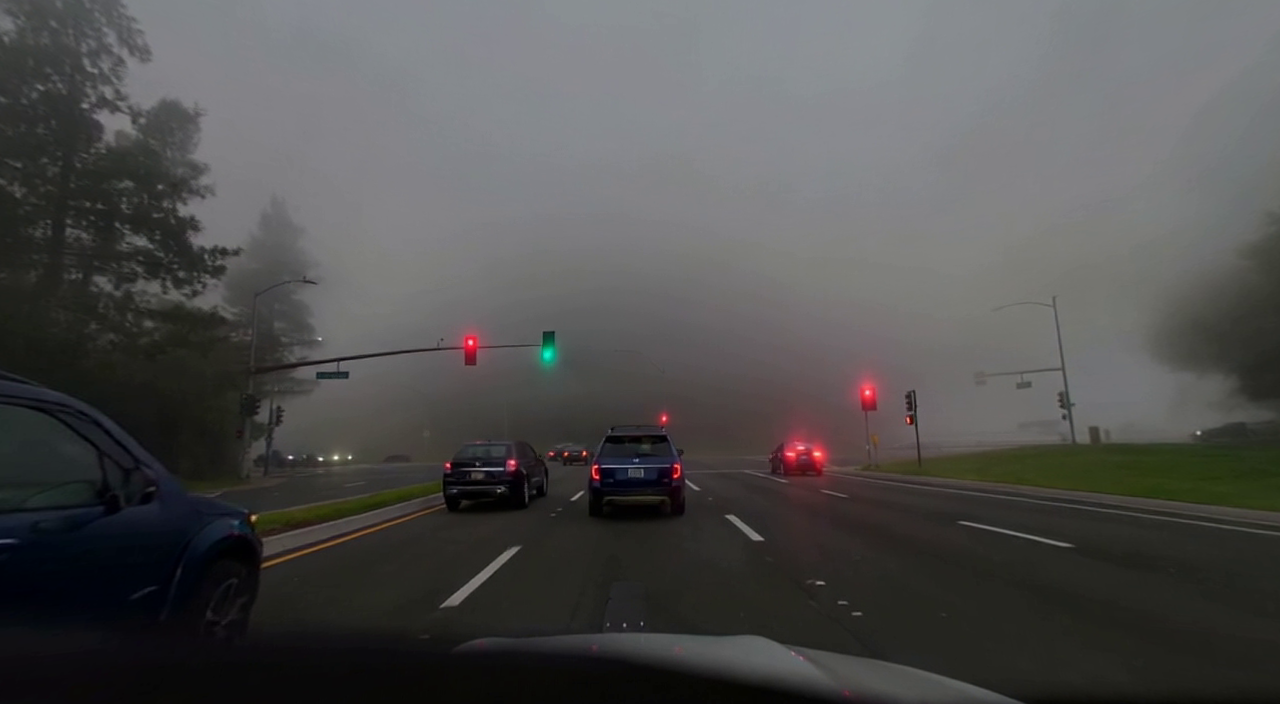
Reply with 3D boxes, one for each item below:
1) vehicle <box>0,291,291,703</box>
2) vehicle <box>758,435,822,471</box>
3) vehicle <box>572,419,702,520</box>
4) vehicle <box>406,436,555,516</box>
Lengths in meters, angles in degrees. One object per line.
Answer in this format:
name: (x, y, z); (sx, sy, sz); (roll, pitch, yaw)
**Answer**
vehicle: (-3.557, 0.610, 1.642); (2.320, 1.863, 5.148); (0, -8, 0)
vehicle: (7.992, 5.406, 34.010); (2.166, 1.761, 4.692); (0, -8, -2)
vehicle: (-0.039, 2.389, 13.319); (2.298, 1.770, 4.138); (0, -8, 0)
vehicle: (-3.387, 2.739, 14.619); (2.061, 1.504, 5.142); (0, -8, 0)
